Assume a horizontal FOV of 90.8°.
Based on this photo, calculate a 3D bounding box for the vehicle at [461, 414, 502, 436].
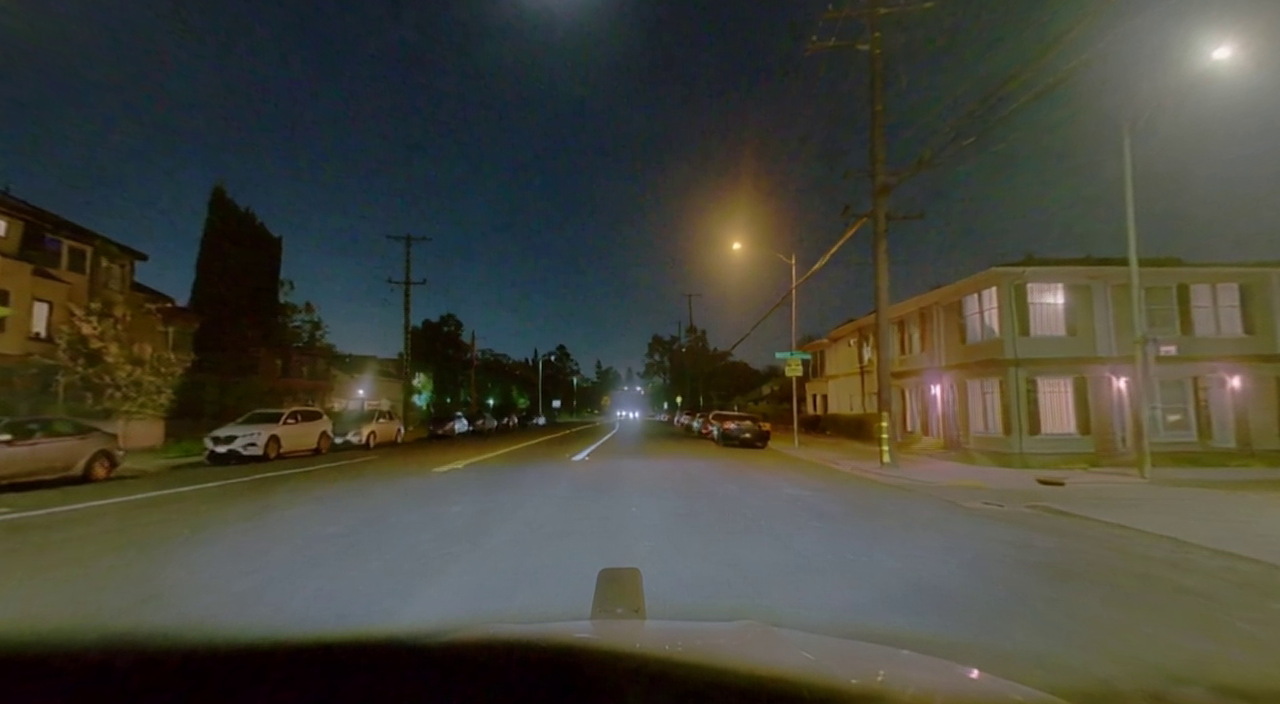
[{"bbox_3d":[-11.326,5.258,45.394,1.903,1.535,4.342,0,-7,-1],"label":"vehicle"}]

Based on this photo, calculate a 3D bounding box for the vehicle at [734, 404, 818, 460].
[{"bbox_3d":[4.419,2.667,21.179,1.867,1.680,4.176,0,-7,0],"label":"vehicle"}]

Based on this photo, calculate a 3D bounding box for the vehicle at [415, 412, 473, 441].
[{"bbox_3d":[-11.074,4.263,36.014,2.051,1.520,4.374,0,-7,-2],"label":"vehicle"}]

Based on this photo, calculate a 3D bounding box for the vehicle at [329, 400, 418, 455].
[{"bbox_3d":[-11.307,3.137,27.111,1.926,1.998,4.447,-4,-4,-1],"label":"vehicle"}]

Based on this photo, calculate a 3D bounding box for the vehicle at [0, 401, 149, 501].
[{"bbox_3d":[-11.003,1.609,10.417,2.082,1.540,4.654,0,-7,0],"label":"vehicle"}]

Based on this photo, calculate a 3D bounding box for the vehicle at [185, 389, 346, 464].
[{"bbox_3d":[-11.100,2.273,19.265,2.056,1.980,4.763,0,-7,-1],"label":"vehicle"}]
